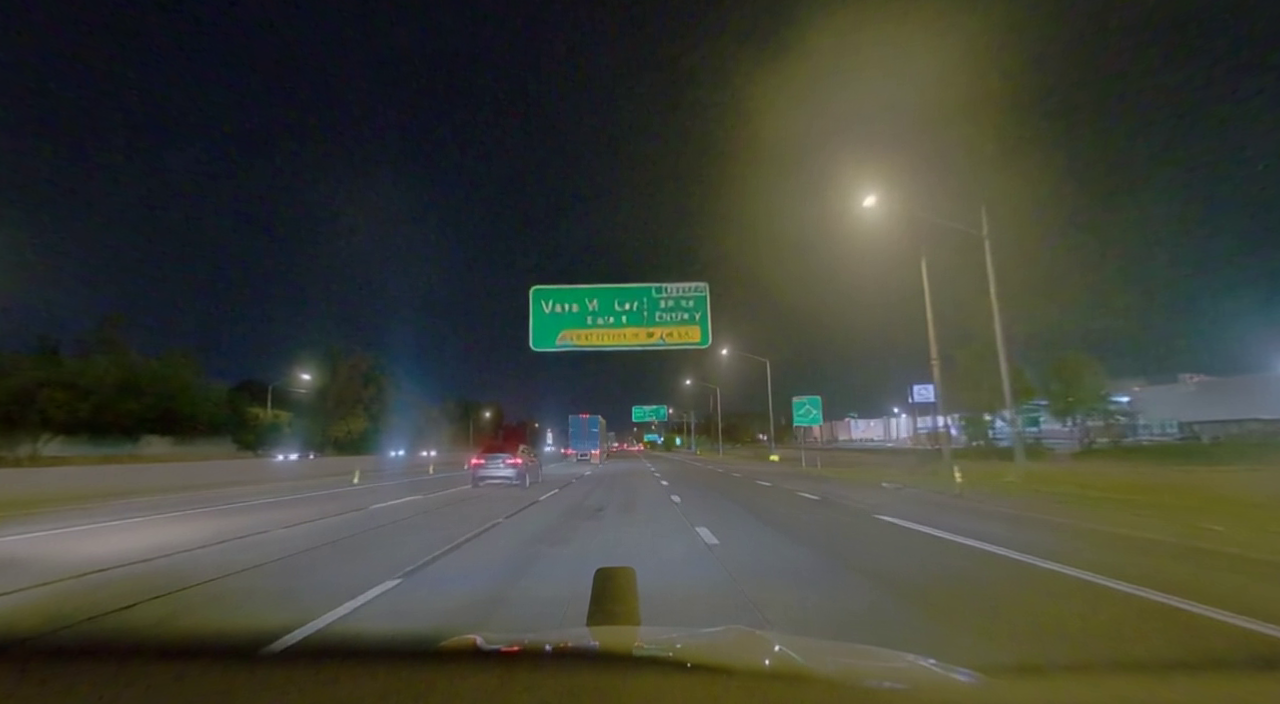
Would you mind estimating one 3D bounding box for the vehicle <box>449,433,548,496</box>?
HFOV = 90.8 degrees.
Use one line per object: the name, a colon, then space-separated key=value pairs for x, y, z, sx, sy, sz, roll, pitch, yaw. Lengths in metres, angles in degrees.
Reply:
vehicle: x=-4.097 y=3.341 z=19.068 sx=2.033 sy=1.669 sz=4.112 roll=0 pitch=-9 yaw=0
